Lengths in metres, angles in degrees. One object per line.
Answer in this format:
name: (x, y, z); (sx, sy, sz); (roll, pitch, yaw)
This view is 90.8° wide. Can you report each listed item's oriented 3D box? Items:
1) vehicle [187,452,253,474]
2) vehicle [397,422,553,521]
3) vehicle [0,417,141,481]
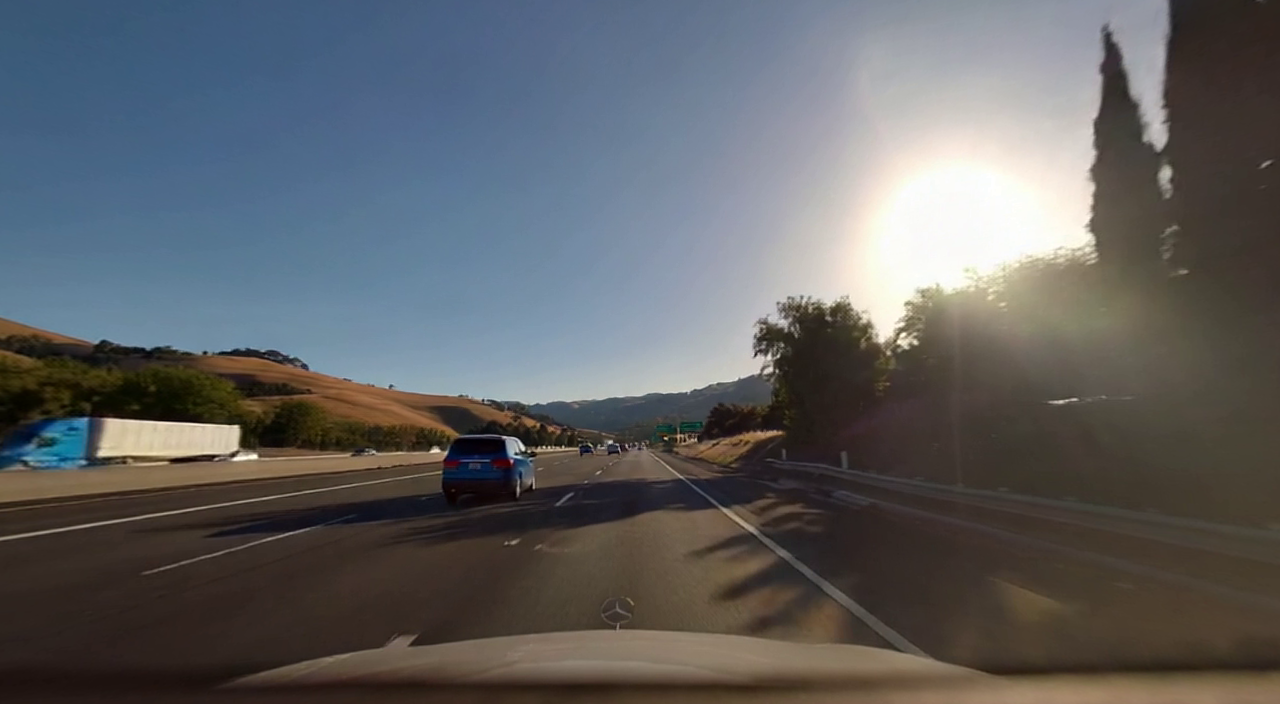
vehicle: (-32.449, 8.550, 48.974); (1.840, 1.477, 4.765); (0, -8, 0)
vehicle: (-3.268, 2.477, 13.665); (2.029, 1.753, 4.718); (0, -8, 1)
vehicle: (-39.947, 6.772, 44.340); (2.914, 4.076, 8.315); (0, -8, -1)
